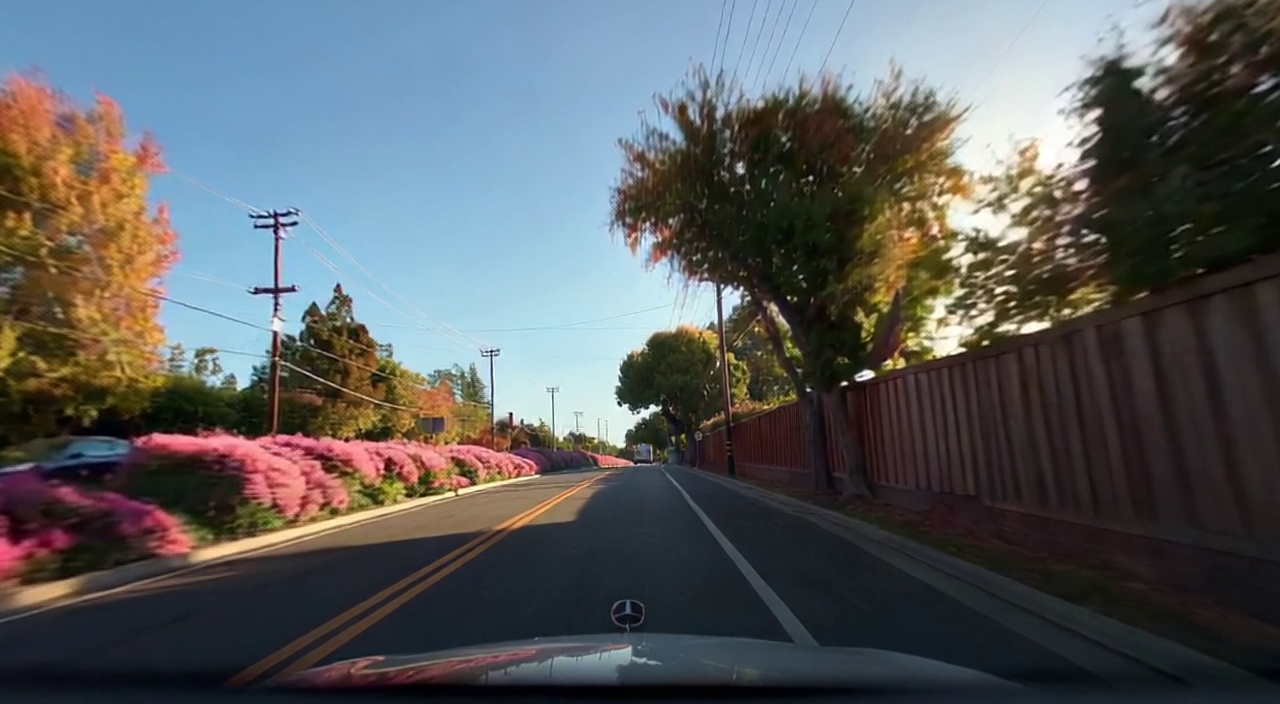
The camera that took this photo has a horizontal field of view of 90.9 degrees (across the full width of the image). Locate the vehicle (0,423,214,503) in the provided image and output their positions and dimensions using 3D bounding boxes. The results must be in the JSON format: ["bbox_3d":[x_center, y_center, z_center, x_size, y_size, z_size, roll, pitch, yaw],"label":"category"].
[{"bbox_3d":[-15.115,3.023,17.600,2.266,1.851,5.789,0,-9,2],"label":"vehicle"}]
